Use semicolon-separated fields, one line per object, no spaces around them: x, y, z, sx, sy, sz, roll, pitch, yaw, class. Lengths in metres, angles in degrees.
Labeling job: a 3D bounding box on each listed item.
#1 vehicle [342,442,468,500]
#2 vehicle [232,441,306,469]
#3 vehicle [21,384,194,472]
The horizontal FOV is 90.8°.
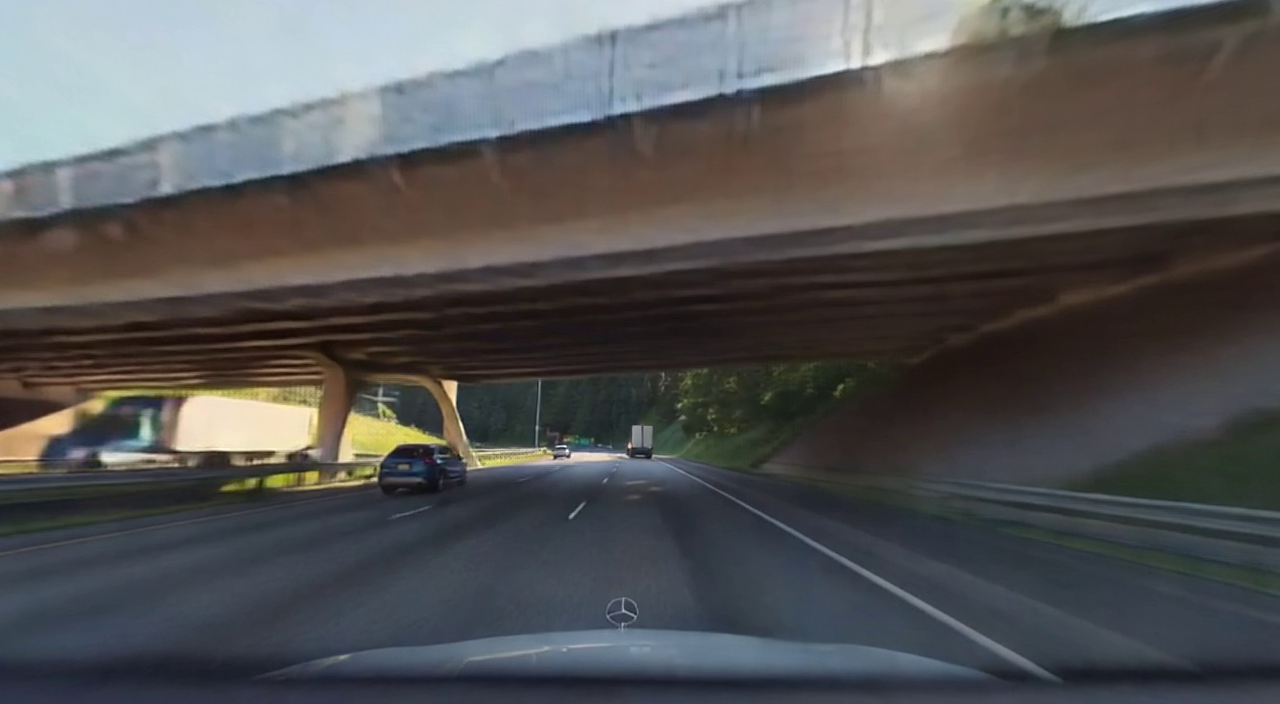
-6.842;3.508;19.025;2.038;1.489;4.603;0;-9;0;vehicle
-20.878;5.790;35.688;1.765;1.465;4.084;0;-9;-2;vehicle
-25.428;3.753;30.649;3.010;3.830;5.933;0;-9;0;vehicle
